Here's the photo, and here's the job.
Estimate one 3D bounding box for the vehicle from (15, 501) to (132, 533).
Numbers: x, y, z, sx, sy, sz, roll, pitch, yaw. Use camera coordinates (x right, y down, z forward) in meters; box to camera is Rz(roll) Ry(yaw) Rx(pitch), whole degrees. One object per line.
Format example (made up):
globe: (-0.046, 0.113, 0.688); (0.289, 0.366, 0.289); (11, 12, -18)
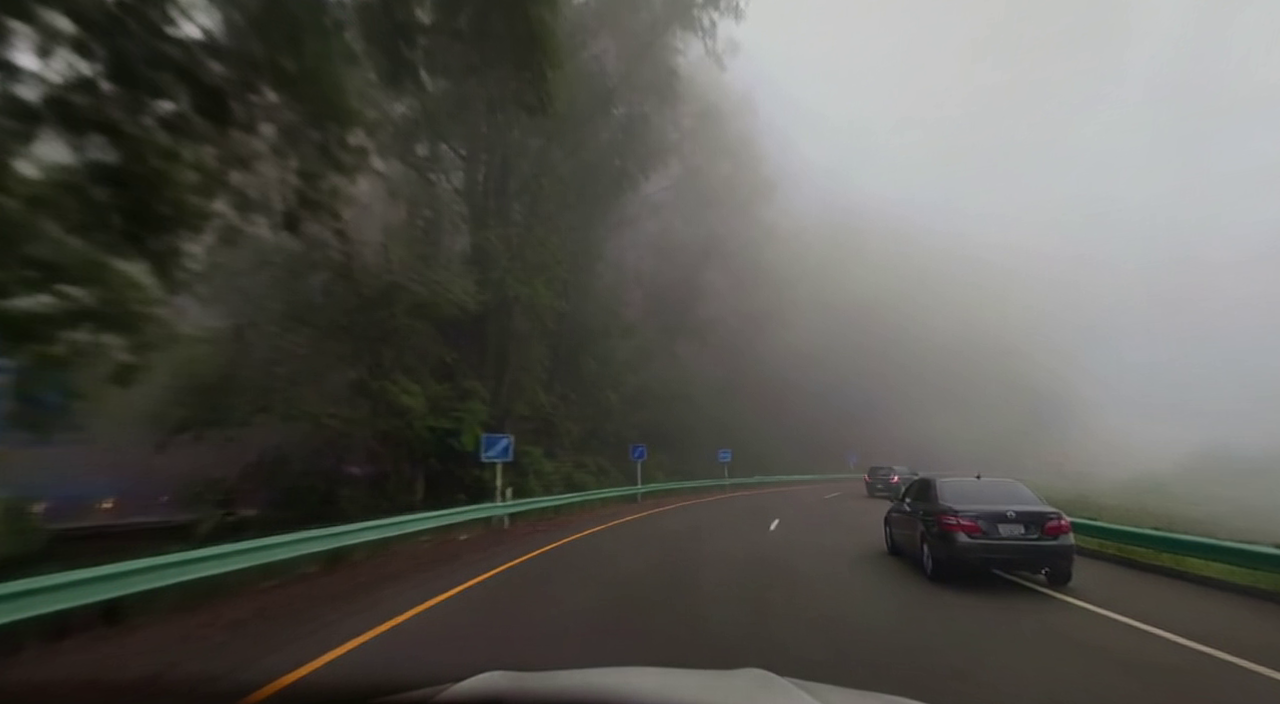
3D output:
vehicle: (-31.915, 9.328, 35.714); (4.585, 1.485, 1.740); (7, -12, -33)

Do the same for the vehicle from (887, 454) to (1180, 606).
vehicle: (5.124, 2.324, 9.051); (2.023, 1.593, 4.105); (-1, -10, 9)
